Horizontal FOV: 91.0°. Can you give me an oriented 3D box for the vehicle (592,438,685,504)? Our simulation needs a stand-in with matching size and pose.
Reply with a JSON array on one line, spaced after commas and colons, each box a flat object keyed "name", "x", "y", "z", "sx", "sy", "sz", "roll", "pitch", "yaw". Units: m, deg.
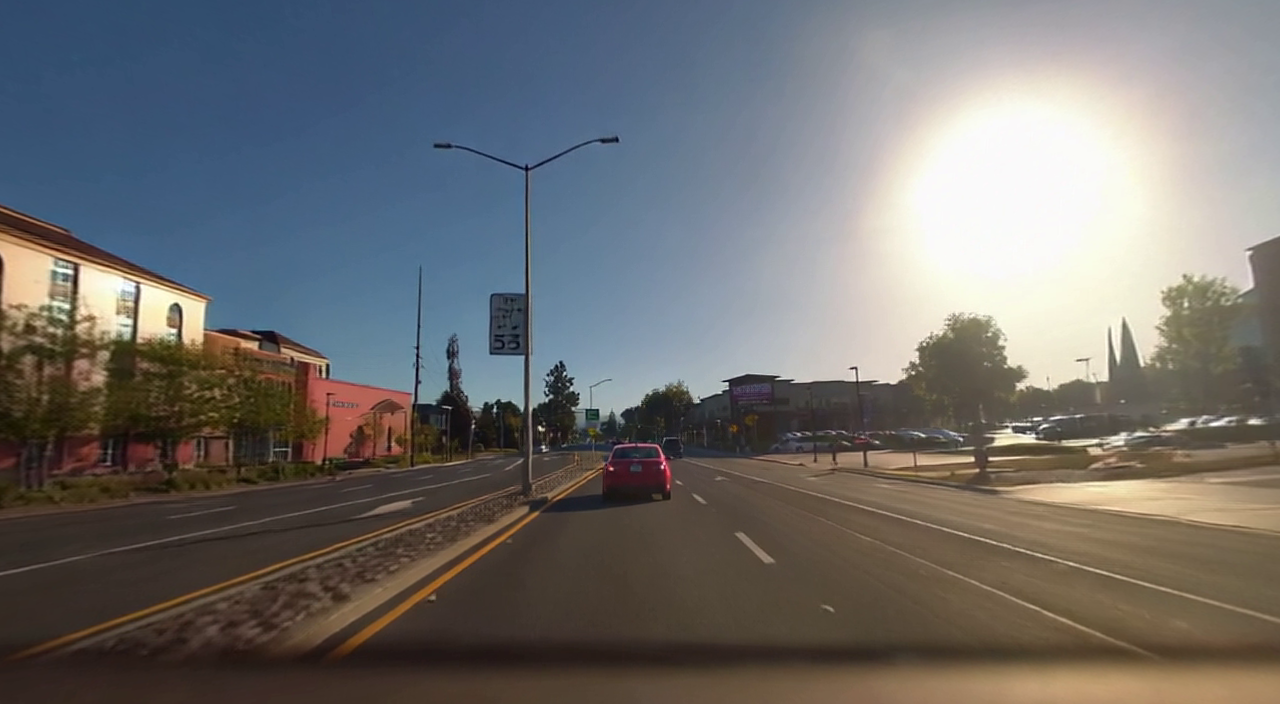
[{"name": "vehicle", "x": -0.075, "y": 3.020, "z": 16.410, "sx": 2.126, "sy": 1.475, "sz": 3.967, "roll": 0, "pitch": -9, "yaw": -1}]

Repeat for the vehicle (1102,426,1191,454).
[{"name": "vehicle", "x": 32.857, "y": 5.755, "z": 41.025, "sx": 1.868, "sy": 1.675, "sz": 4.527, "roll": 0, "pitch": -9, "yaw": -3}]
